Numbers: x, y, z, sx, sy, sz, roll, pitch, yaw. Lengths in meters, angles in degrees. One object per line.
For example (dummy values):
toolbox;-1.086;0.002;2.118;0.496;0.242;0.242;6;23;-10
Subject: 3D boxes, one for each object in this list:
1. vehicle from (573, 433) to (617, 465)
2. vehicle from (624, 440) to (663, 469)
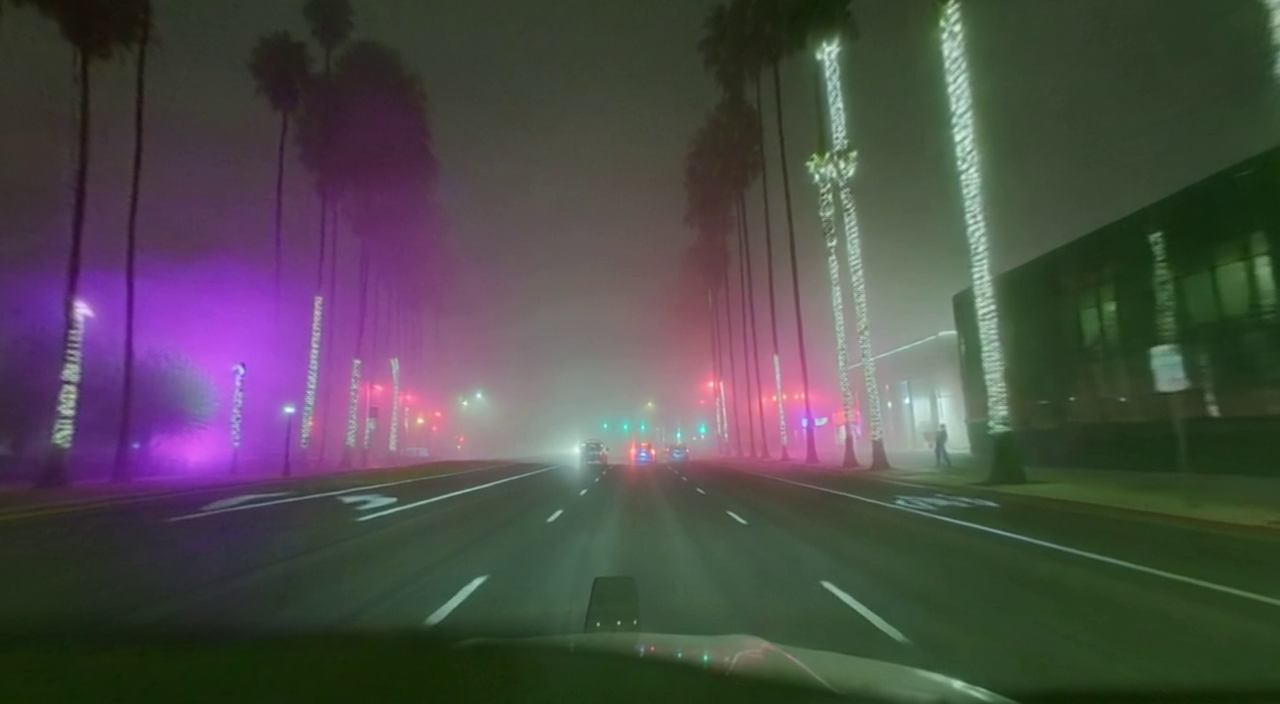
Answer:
vehicle;-3.128;6.921;45.207;2.672;2.064;5.681;0;-9;1
vehicle;0.214;6.014;37.224;2.160;1.615;4.117;0;-9;0
